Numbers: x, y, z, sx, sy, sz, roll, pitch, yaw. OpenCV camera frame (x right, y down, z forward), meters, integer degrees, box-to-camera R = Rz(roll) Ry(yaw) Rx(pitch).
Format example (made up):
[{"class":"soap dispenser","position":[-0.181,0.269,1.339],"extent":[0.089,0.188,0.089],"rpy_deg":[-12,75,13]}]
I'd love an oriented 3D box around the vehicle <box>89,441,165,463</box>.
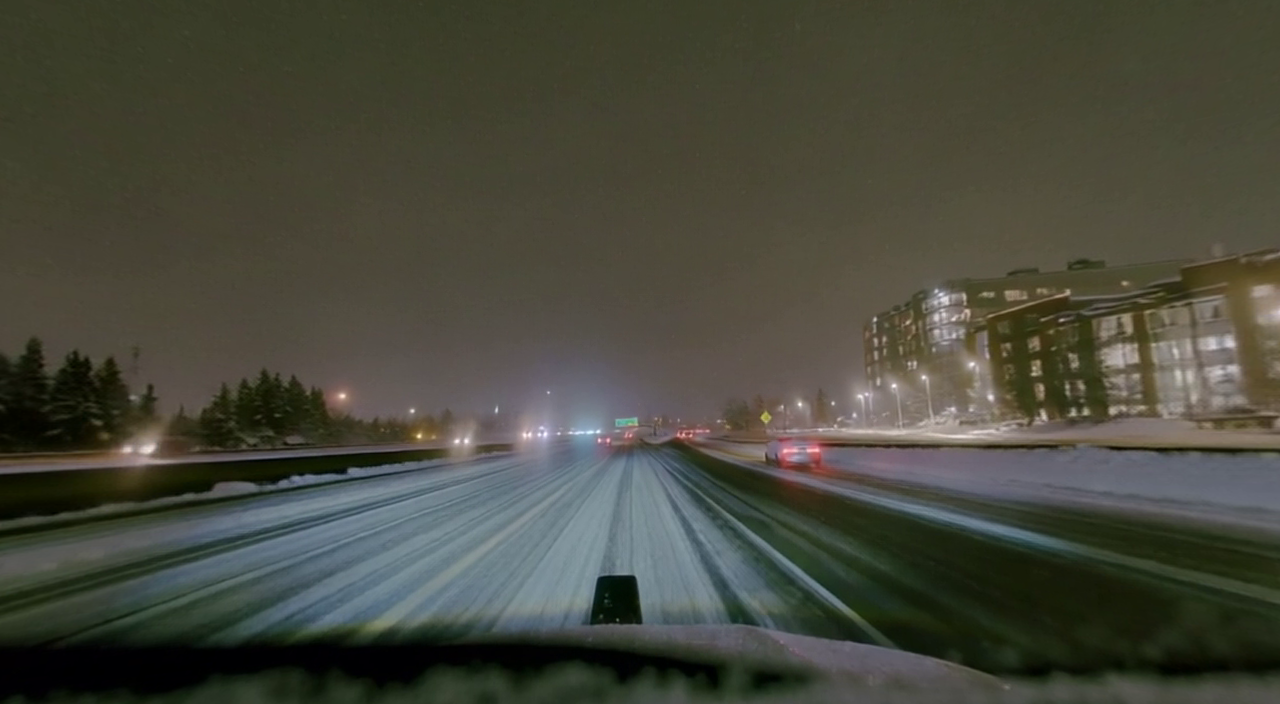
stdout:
[{"class":"vehicle","position":[-38.256,7.446,47.051],"extent":[1.864,1.468,4.540],"rpy_deg":[0,-8,0]}]
